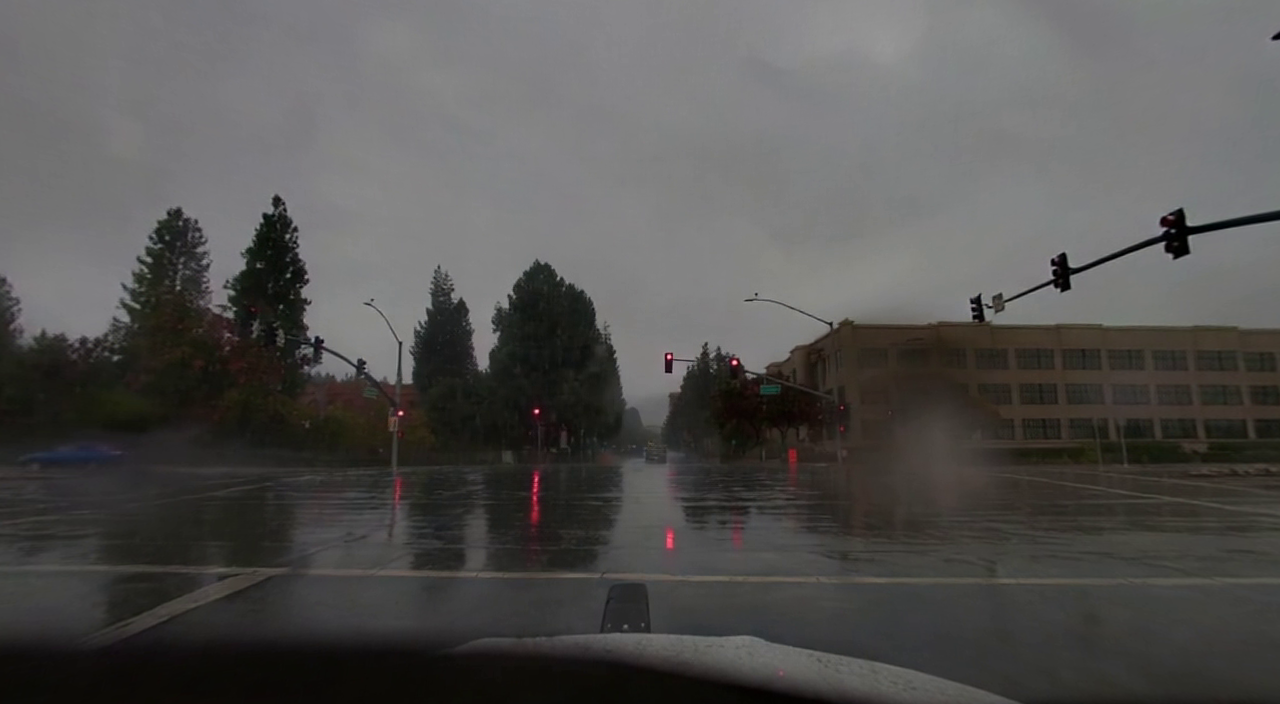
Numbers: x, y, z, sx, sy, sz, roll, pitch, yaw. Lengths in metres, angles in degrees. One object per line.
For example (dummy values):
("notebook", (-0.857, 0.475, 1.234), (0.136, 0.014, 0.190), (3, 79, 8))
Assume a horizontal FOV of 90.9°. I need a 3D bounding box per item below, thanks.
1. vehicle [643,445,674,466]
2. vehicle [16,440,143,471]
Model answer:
("vehicle", (1.279, 7.628, 46.470), (2.132, 1.449, 4.235), (0, -9, 0))
("vehicle", (-28.332, 5.245, 31.961), (4.681, 1.465, 1.820), (0, -9, 0))
